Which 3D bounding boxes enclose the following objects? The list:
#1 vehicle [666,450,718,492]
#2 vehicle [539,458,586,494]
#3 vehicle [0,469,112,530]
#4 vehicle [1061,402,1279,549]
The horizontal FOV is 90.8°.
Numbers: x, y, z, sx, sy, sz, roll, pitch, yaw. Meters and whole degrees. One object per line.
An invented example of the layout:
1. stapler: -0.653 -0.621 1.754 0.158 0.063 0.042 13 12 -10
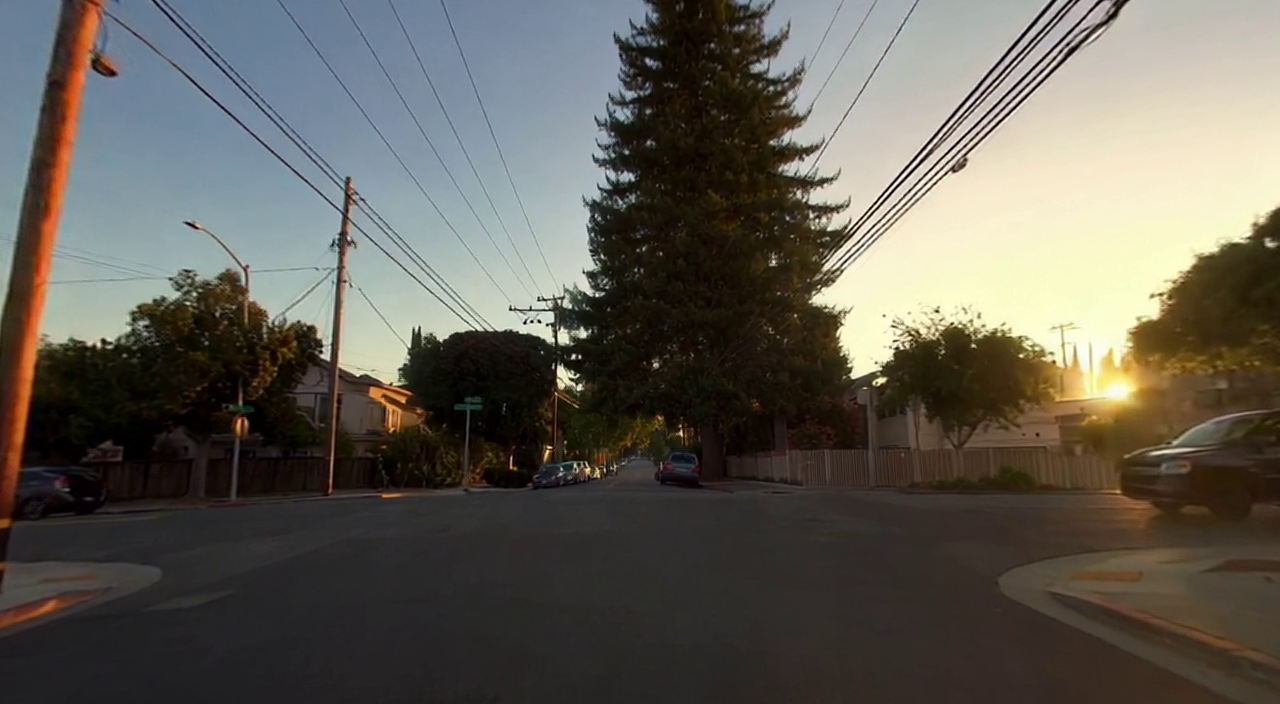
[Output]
1. vehicle: 2.570 5.980 32.163 2.051 1.874 4.459 0 -8 -3
2. vehicle: -4.297 6.915 35.697 2.189 1.771 4.571 0 -8 -1
3. vehicle: -19.196 4.500 19.482 3.977 1.665 1.976 0 -8 0
4. vehicle: 9.668 1.818 9.683 4.677 1.949 2.334 -1 -8 3
